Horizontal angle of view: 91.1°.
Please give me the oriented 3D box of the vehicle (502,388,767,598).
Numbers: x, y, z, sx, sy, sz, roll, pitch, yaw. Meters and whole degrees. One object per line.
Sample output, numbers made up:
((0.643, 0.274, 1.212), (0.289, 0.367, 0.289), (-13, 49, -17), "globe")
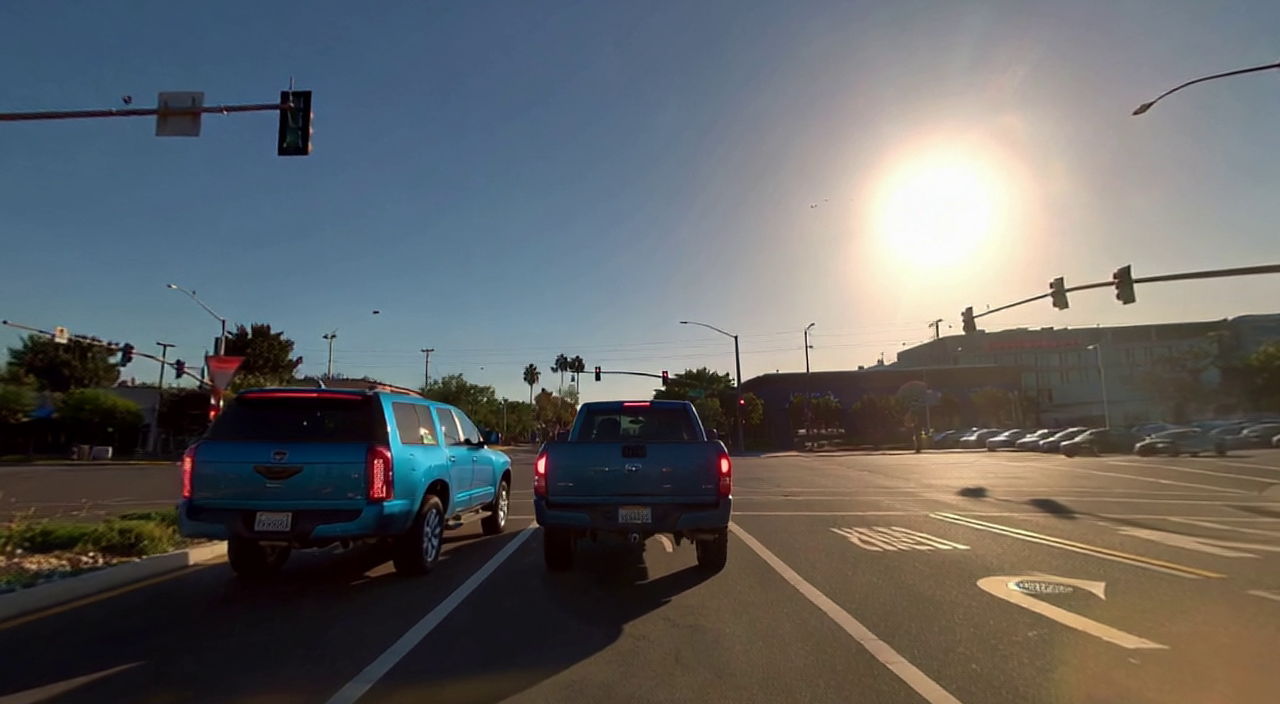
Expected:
((-0.076, 1.516, 7.651), (2.204, 1.738, 4.690), (0, -8, -1), "vehicle")

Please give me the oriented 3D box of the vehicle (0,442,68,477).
((-32.190, 5.397, 31.732), (4.406, 1.682, 2.040), (0, -8, -2), "vehicle")

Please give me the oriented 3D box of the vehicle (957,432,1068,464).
((19.298, 4.972, 32.657), (4.624, 1.601, 1.871), (0, -8, -3), "vehicle")

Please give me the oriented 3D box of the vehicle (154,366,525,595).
((-2.966, 1.429, 7.784), (2.220, 1.926, 4.870), (0, -8, -1), "vehicle")

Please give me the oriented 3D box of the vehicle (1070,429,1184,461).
((27.928, 5.328, 36.105), (4.849, 1.759, 2.041), (0, -8, -2), "vehicle")

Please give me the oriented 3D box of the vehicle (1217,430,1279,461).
((37.009, 5.437, 36.602), (4.714, 1.754, 2.041), (0, -8, -2), "vehicle")
